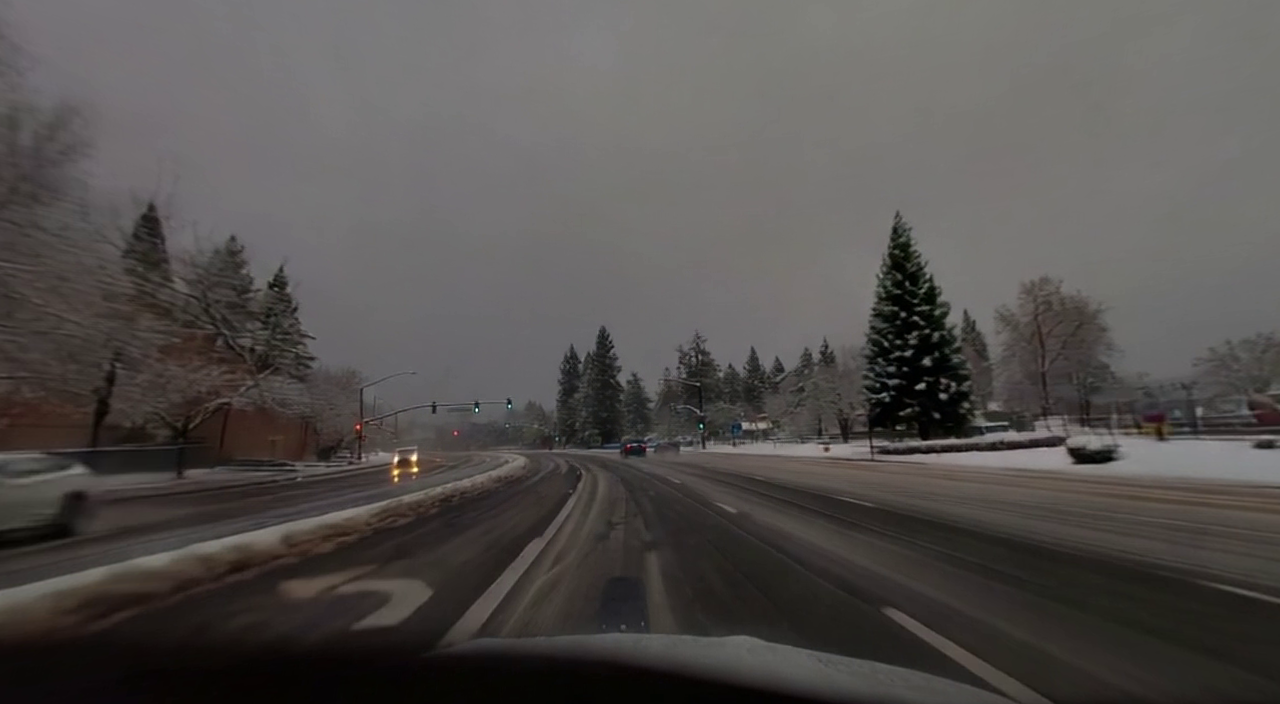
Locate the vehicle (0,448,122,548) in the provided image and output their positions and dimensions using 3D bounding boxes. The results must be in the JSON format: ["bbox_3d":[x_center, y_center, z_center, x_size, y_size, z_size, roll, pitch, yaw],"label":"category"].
[{"bbox_3d":[-13.059,2.885,12.362,2.124,1.844,4.520,-3,-8,-3],"label":"vehicle"}]
